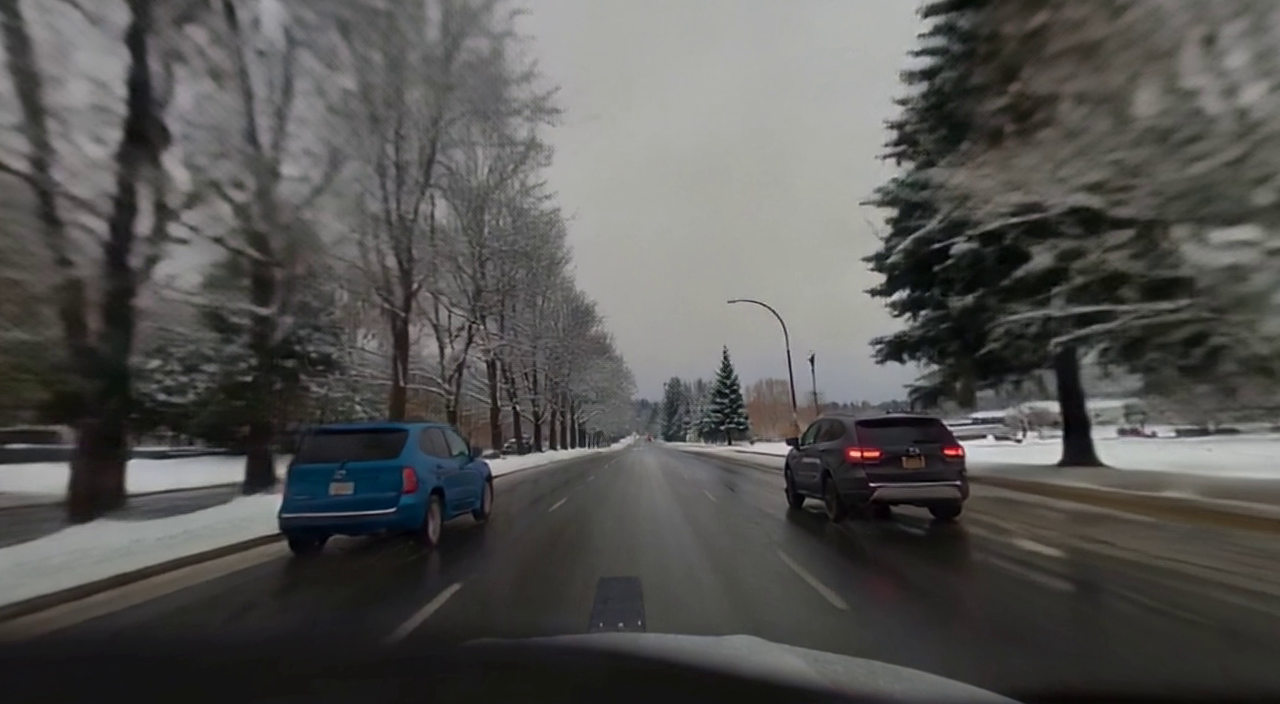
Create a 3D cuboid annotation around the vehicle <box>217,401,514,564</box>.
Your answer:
[{"bbox_3d":[-3.213,1.599,8.548,2.025,1.635,4.293,0,-8,1],"label":"vehicle"}]

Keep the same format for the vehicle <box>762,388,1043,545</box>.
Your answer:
[{"bbox_3d":[3.468,1.624,9.666,2.087,1.759,5.040,0,-7,-1],"label":"vehicle"}]
